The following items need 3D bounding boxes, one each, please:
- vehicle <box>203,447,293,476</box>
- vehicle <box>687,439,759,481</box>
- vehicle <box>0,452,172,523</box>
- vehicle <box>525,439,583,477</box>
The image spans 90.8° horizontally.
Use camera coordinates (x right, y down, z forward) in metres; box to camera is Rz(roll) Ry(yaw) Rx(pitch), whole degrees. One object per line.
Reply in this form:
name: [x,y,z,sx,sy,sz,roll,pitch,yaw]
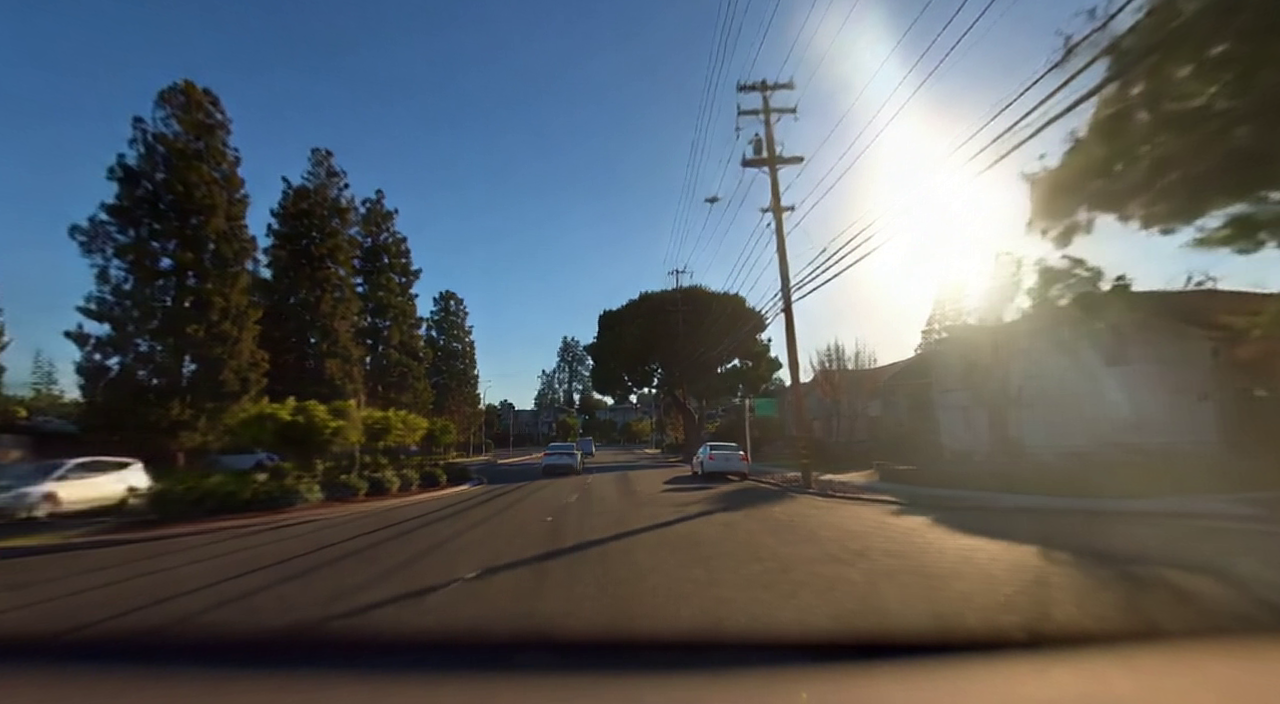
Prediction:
vehicle: [-26.390,7.362,42.702,4.661,1.800,2.045,2,-8,-13]
vehicle: [3.103,4.134,24.637,2.074,1.450,4.621,0,-8,-1]
vehicle: [-14.986,3.442,16.622,2.143,1.524,4.408,0,-8,-3]
vehicle: [-3.545,4.452,26.870,2.041,1.471,4.602,0,-8,-3]
